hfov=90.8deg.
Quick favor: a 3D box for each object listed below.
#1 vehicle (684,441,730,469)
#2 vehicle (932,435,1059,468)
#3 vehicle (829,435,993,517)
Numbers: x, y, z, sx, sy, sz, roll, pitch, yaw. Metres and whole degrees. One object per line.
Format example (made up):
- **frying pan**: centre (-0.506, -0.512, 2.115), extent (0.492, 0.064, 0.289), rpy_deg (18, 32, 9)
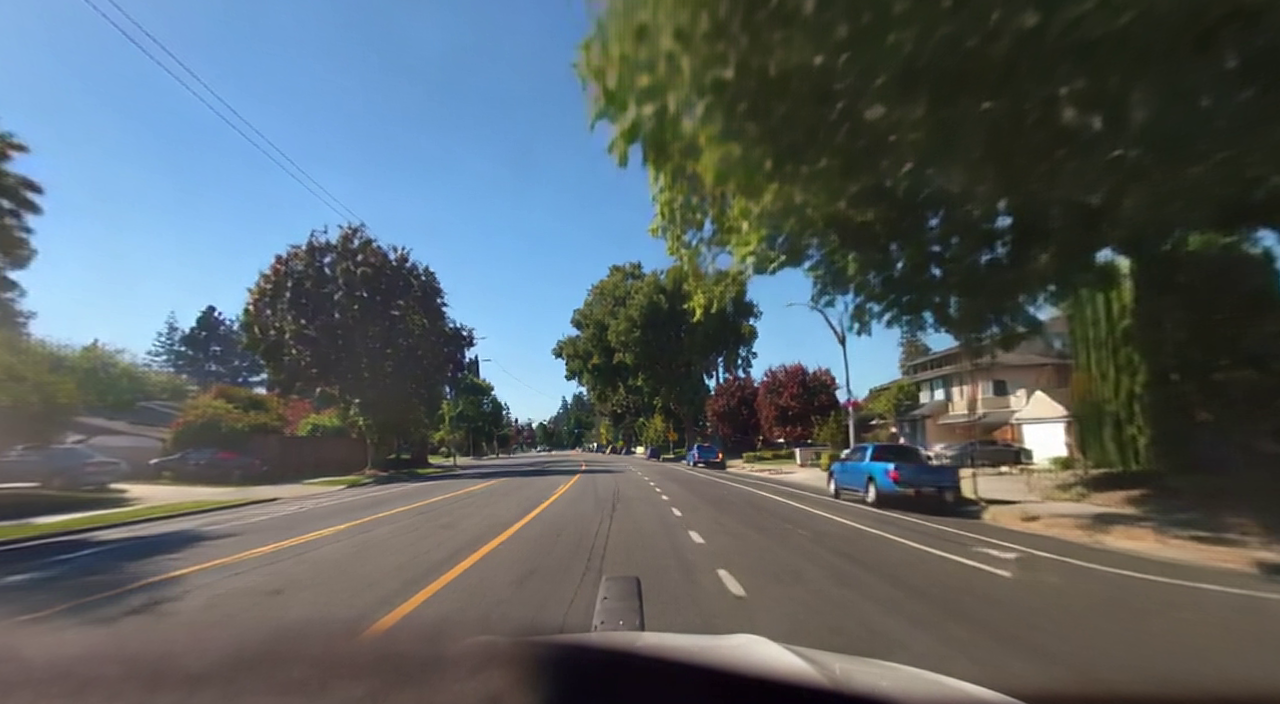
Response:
- **vehicle**: centre (4.766, 7.390, 45.611), extent (2.285, 1.868, 5.575), rpy_deg (1, -9, -4)
- **vehicle**: centre (16.294, 4.588, 29.156), extent (4.656, 1.466, 1.924), rpy_deg (0, -9, 0)
- **vehicle**: centre (6.419, 2.965, 15.673), extent (2.024, 1.710, 4.525), rpy_deg (0, -9, 0)
